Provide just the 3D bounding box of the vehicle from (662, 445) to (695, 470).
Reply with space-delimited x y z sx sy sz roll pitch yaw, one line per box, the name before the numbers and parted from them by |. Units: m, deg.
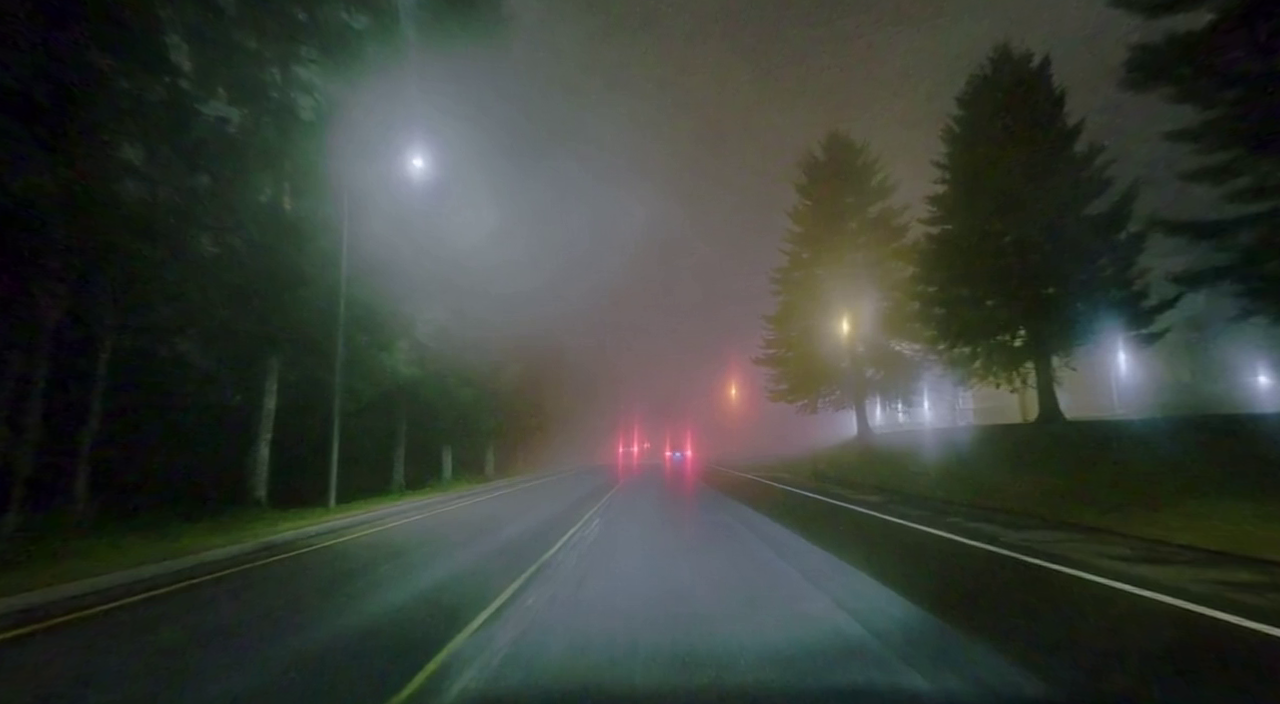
vehicle | 2.446 6.877 41.469 1.925 1.488 4.271 0 -8 0
